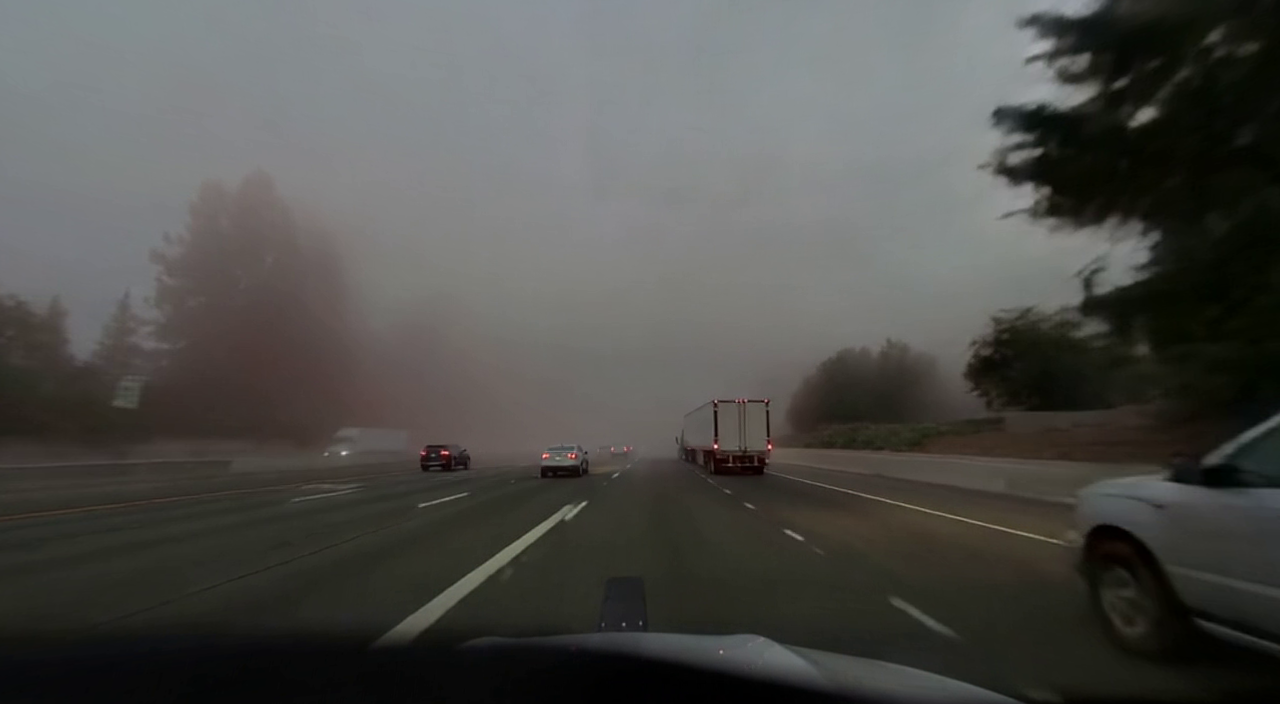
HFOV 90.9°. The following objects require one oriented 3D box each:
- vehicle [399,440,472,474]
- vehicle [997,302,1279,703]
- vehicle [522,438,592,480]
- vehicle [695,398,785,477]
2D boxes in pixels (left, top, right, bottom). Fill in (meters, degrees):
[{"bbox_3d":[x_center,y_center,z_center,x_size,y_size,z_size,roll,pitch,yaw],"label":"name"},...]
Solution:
[{"bbox_3d":[-9.630,4.963,30.075,1.899,1.465,4.589,0,-8,0],"label":"vehicle"},{"bbox_3d":[4.108,0.581,1.755,2.355,1.930,6.633,0,-8,0],"label":"vehicle"},{"bbox_3d":[-3.083,4.060,24.244,1.981,1.473,4.317,0,-8,2],"label":"vehicle"},{"bbox_3d":[4.188,3.825,27.990,2.732,3.052,7.118,0,-8,-1],"label":"vehicle"}]
